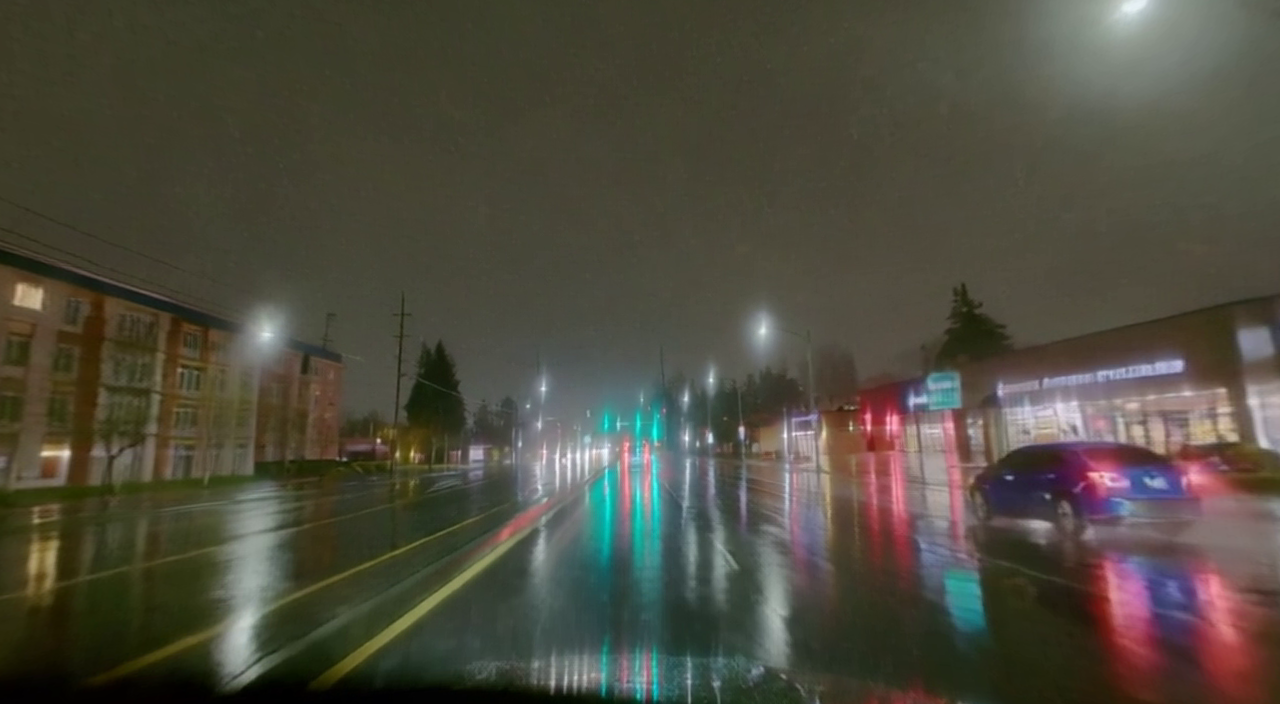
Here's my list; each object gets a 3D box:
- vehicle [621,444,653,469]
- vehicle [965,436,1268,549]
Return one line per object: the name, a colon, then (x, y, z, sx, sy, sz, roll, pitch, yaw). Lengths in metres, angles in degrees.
vehicle: (-0.207, 6.829, 41.505, 2.027, 1.494, 3.942, 0, -8, -1)
vehicle: (7.332, 2.147, 10.408, 1.849, 1.464, 4.119, 0, -8, 2)
